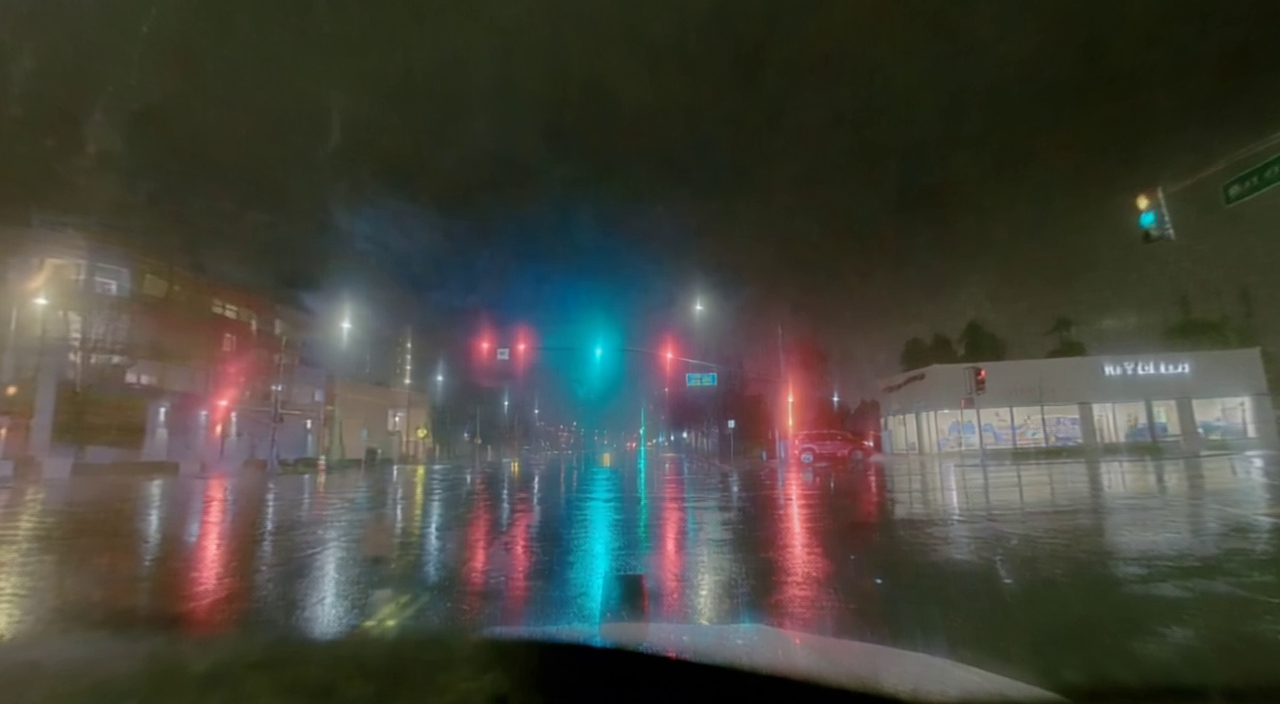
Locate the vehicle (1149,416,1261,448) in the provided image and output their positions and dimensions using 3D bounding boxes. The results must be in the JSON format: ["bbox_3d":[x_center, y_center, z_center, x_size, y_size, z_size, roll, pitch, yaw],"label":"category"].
[{"bbox_3d":[28.257,4.073,31.723,1.799,1.459,4.266,0,-8,3],"label":"vehicle"}]
